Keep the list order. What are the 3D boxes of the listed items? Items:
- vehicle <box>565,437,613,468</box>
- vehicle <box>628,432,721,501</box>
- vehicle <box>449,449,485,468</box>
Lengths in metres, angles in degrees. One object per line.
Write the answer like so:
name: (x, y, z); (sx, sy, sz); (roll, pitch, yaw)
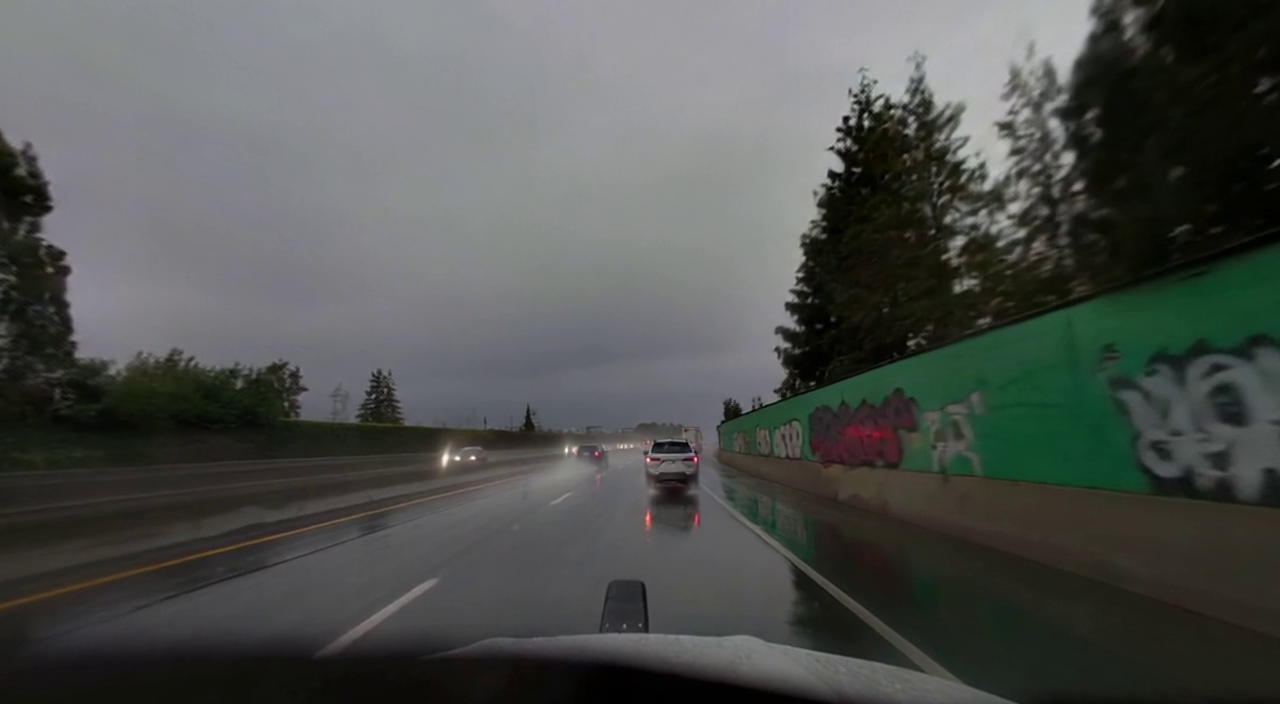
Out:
vehicle: (-2.696, 5.387, 34.032); (2.105, 1.571, 3.727); (0, -8, 3)
vehicle: (0.789, 2.829, 15.997); (2.077, 1.533, 3.854); (0, -8, 1)
vehicle: (-13.330, 8.219, 48.695); (1.684, 1.412, 3.399); (0, -8, 3)
